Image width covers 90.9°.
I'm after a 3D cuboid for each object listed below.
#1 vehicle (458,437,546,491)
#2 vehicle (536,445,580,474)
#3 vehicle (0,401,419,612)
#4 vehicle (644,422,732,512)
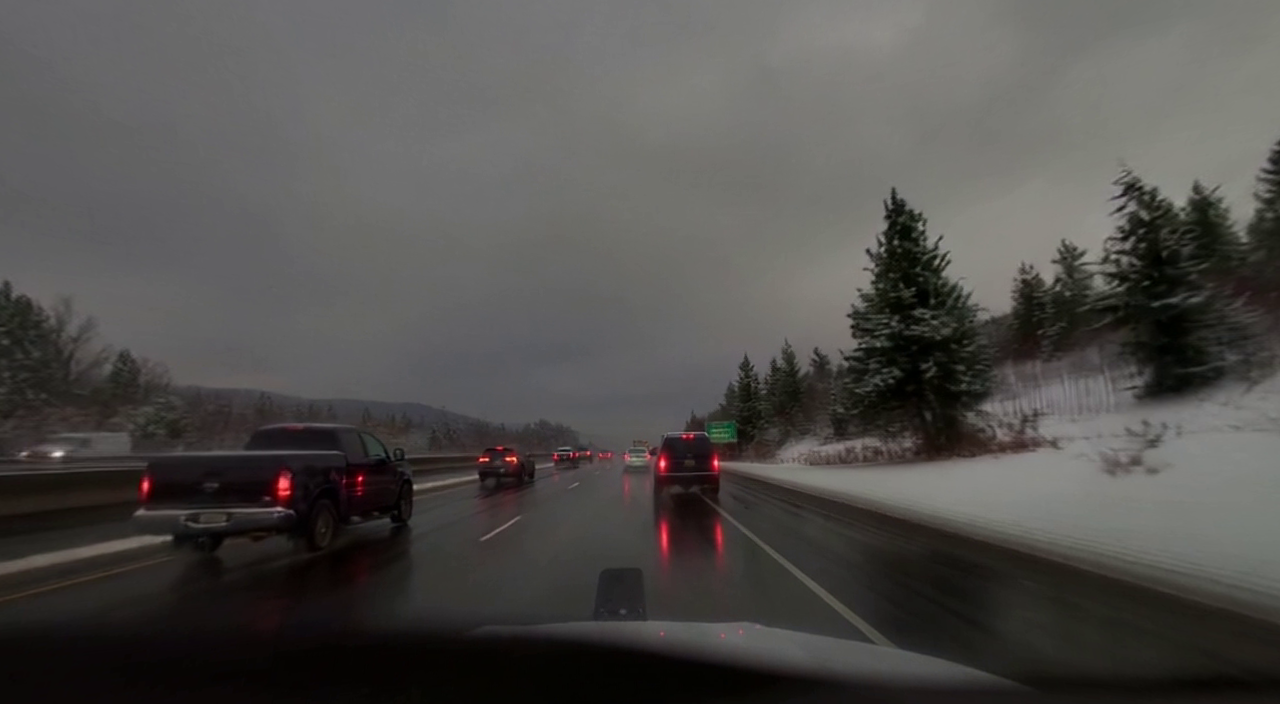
[{"bbox_3d":[-4.578,3.767,21.528,1.934,1.642,4.201,0,-9,2],"label":"vehicle"},{"bbox_3d":[-4.443,5.861,34.573,1.867,1.489,3.829,0,-9,1],"label":"vehicle"},{"bbox_3d":[-4.228,1.514,7.009,2.034,1.642,3.969,0,-9,1],"label":"vehicle"},{"bbox_3d":[1.041,2.771,15.584,1.825,1.920,3.960,0,-9,0],"label":"vehicle"}]
